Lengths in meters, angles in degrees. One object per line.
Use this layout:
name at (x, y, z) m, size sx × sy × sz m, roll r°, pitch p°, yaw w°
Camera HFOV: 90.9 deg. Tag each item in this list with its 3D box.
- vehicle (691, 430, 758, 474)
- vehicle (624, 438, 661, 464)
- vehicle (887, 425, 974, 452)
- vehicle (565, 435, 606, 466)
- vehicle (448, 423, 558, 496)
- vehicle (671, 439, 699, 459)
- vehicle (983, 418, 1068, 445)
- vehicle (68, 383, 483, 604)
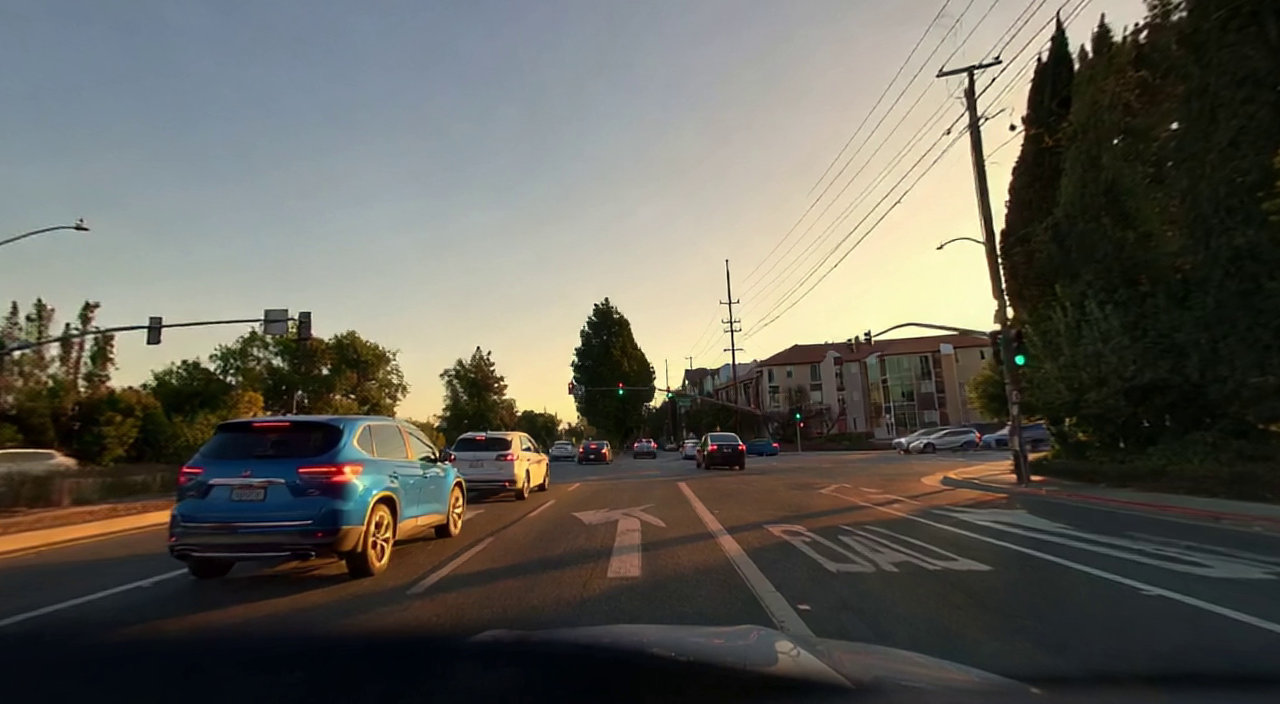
vehicle at (3.514, 4.301, 27.238) m, size 2.201 × 1.734 × 4.564 m, roll 0°, pitch -8°, yaw -1°
vehicle at (0.170, 6.130, 39.302) m, size 2.185 × 1.515 × 4.215 m, roll 0°, pitch -8°, yaw 1°
vehicle at (19.807, 5.905, 43.056) m, size 5.033 × 1.802 × 1.928 m, roll 1°, pitch -8°, yaw -5°
vehicle at (-3.077, 5.696, 36.633) m, size 1.900 × 1.677 × 4.128 m, roll 0°, pitch -8°, yaw 2°
vehicle at (-3.557, 2.903, 17.308) m, size 1.958 × 1.744 × 4.315 m, roll 0°, pitch -8°, yaw 1°
vehicle at (3.459, 7.536, 48.966) m, size 1.886 × 1.455 × 4.227 m, roll 0°, pitch -8°, yaw 0°
vehicle at (26.344, 5.475, 43.227) m, size 4.439 × 1.748 × 2.037 m, roll 0°, pitch -8°, yaw 1°
vehicle at (-3.469, 1.447, 7.268) m, size 2.127 × 1.754 × 4.287 m, roll 0°, pitch -8°, yaw 1°
